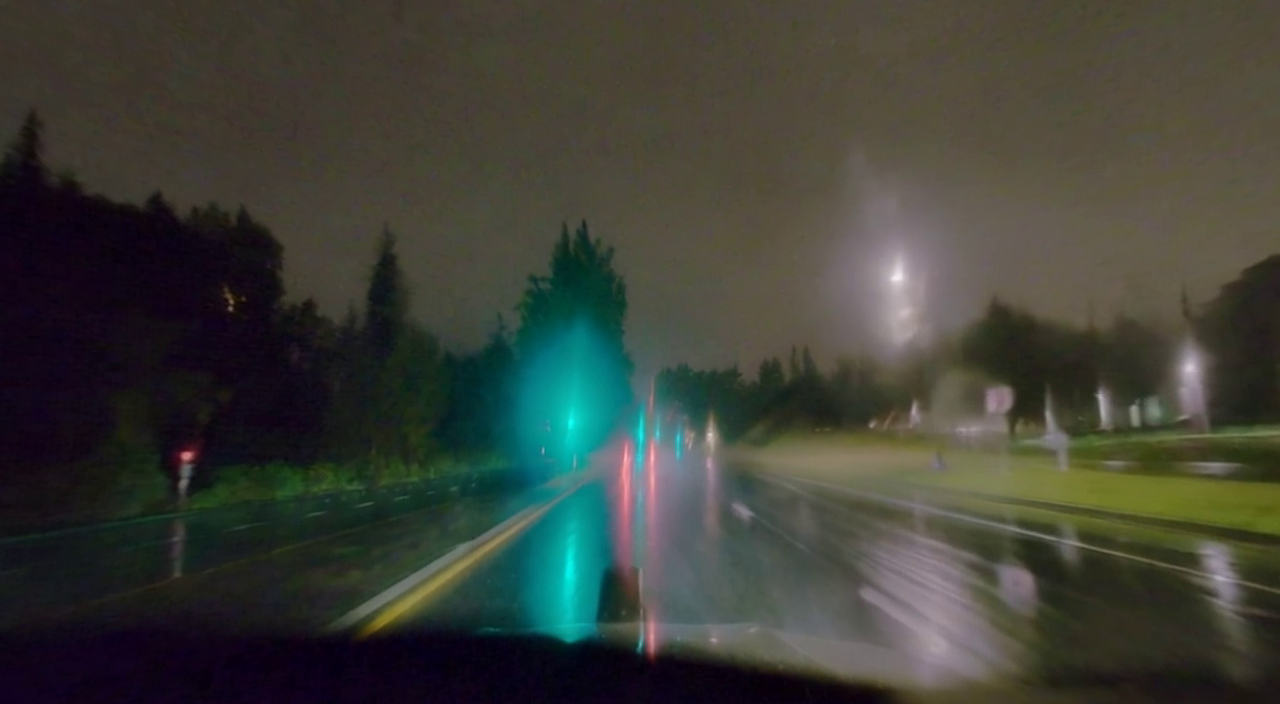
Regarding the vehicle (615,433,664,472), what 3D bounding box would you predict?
[{"bbox_3d":[-0.019,4.940,30.971,2.256,1.734,4.176,0,-8,0],"label":"vehicle"}]
